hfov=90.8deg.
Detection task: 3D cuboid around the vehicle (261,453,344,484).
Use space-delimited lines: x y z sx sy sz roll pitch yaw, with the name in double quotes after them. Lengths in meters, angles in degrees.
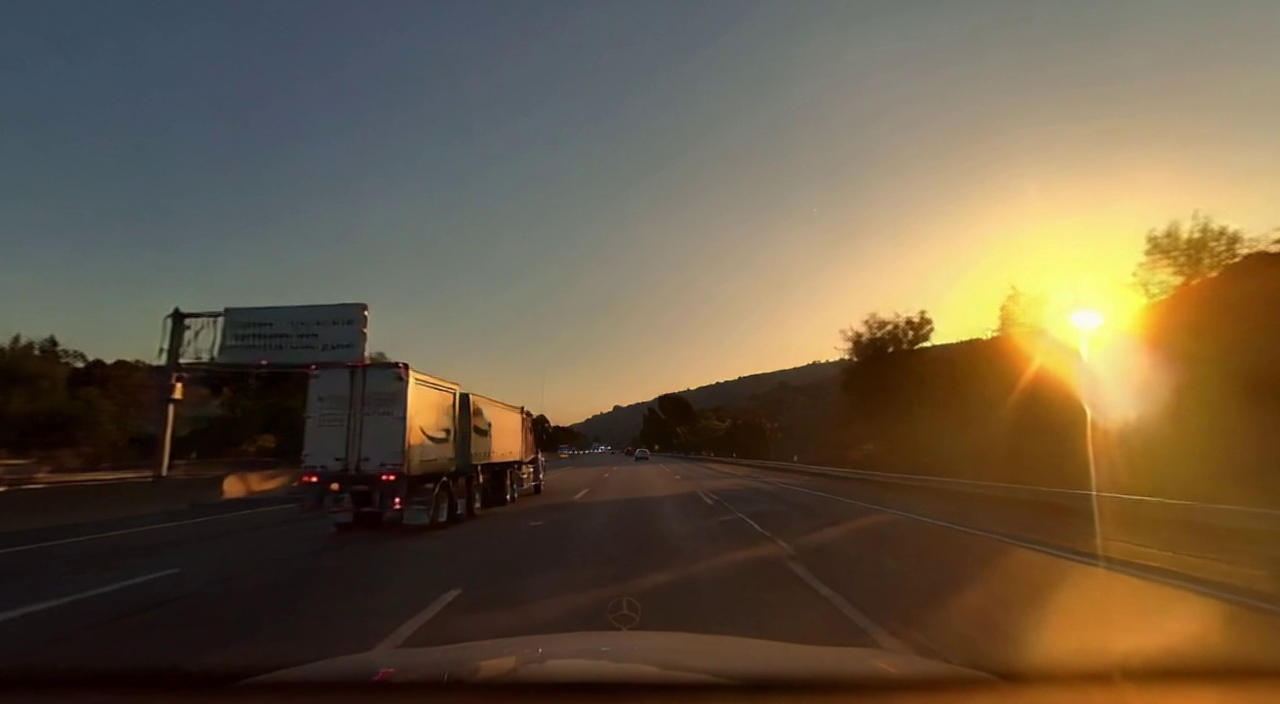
-17.112 5.887 32.258 1.862 1.434 4.448 0 -9 -1 "vehicle"
